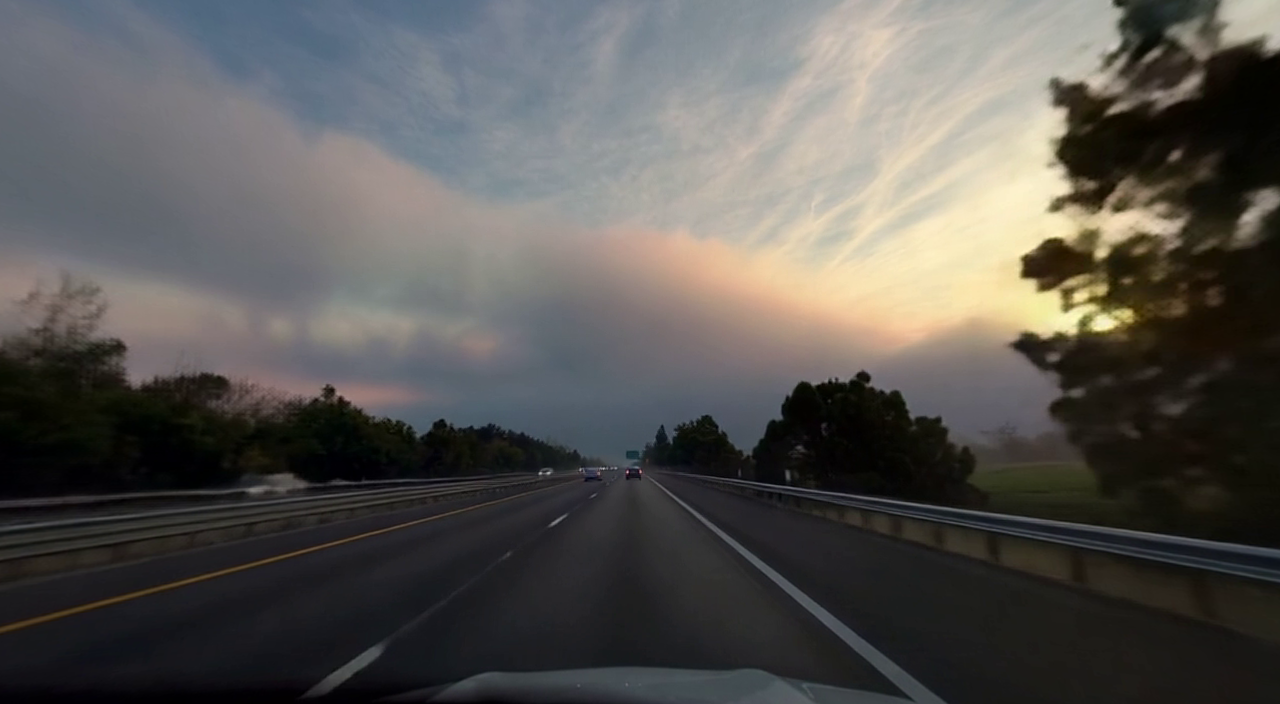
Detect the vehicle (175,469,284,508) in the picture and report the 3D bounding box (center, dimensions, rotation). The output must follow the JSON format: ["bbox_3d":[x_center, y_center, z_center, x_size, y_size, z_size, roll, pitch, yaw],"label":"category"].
[{"bbox_3d":[-16.948,5.623,26.270,1.822,1.430,4.051,1,-10,-1],"label":"vehicle"}]
